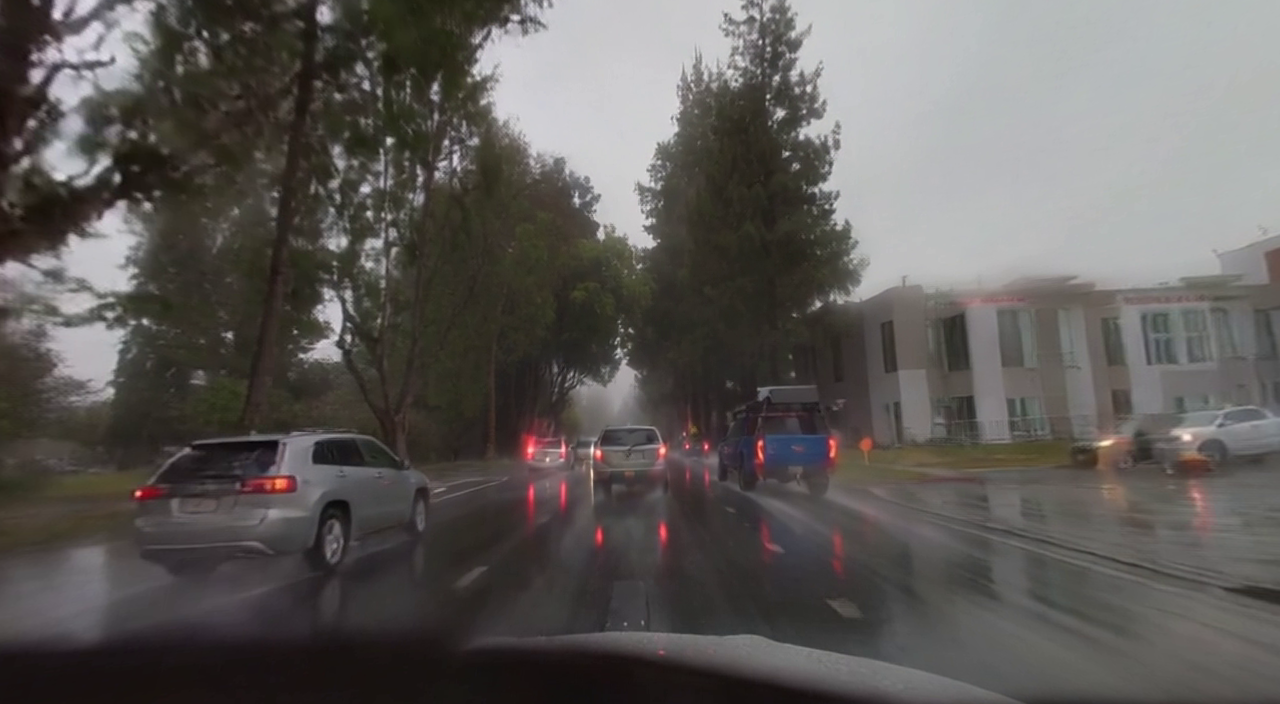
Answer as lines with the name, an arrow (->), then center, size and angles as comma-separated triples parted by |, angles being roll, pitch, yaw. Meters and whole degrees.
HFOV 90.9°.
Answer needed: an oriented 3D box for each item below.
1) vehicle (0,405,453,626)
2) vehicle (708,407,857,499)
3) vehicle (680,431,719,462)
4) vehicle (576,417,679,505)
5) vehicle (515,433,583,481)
vehicle -> -3.840, 1.560, 7.058 | 1.959, 1.614, 4.676 | 0, -9, 1
vehicle -> 3.544, 2.731, 17.317 | 2.655, 2.054, 6.098 | 0, -9, 0
vehicle -> 4.002, 6.476, 43.210 | 2.183, 1.948, 4.633 | 0, -9, -1
vehicle -> -0.225, 2.515, 14.873 | 2.075, 1.770, 4.018 | 0, -9, 1
vehicle -> -3.302, 3.899, 23.588 | 1.894, 1.642, 3.861 | 0, -9, 1
